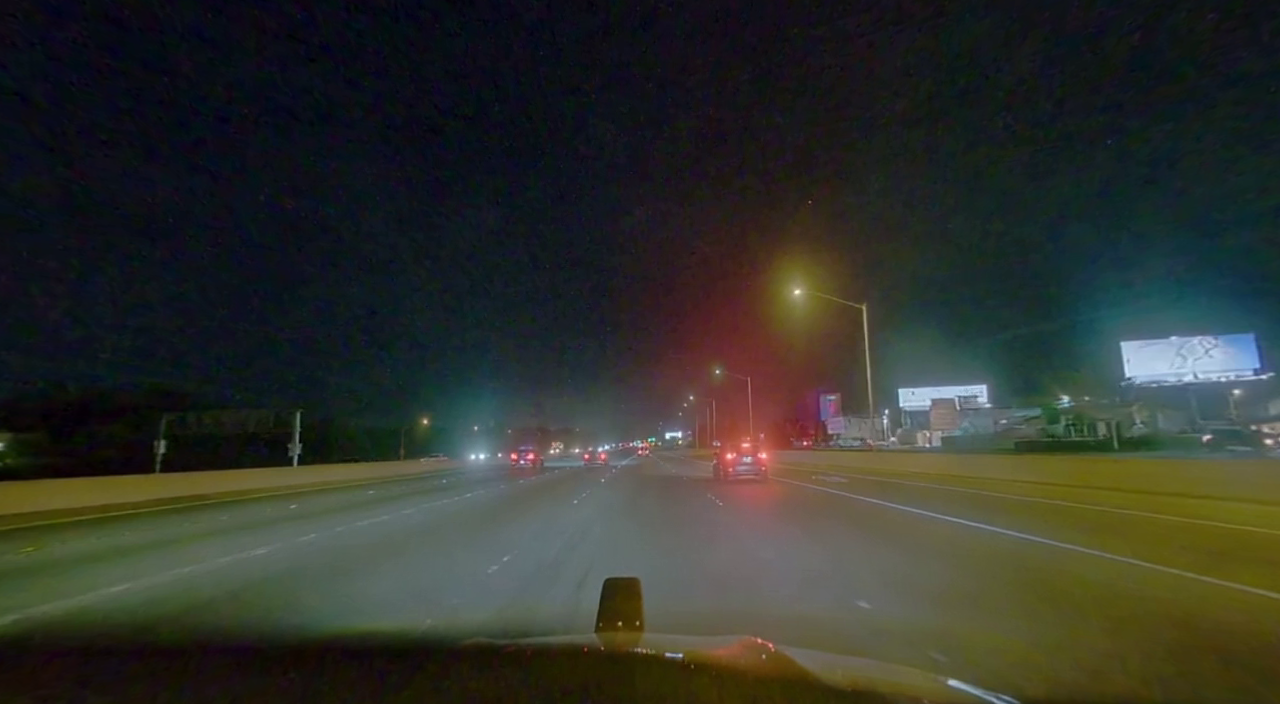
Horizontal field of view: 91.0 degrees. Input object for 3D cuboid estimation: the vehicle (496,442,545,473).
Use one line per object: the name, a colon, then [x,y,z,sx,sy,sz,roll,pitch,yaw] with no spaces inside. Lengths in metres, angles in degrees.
vehicle: [-7.523,6.707,40.168,2.112,1.813,4.716,-1,-9,2]

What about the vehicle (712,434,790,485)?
vehicle: [4.109,4.096,24.251,2.109,1.764,4.704,0,-9,0]

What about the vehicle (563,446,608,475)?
vehicle: [-3.022,6.165,36.012,2.139,1.510,4.506,0,-9,1]
